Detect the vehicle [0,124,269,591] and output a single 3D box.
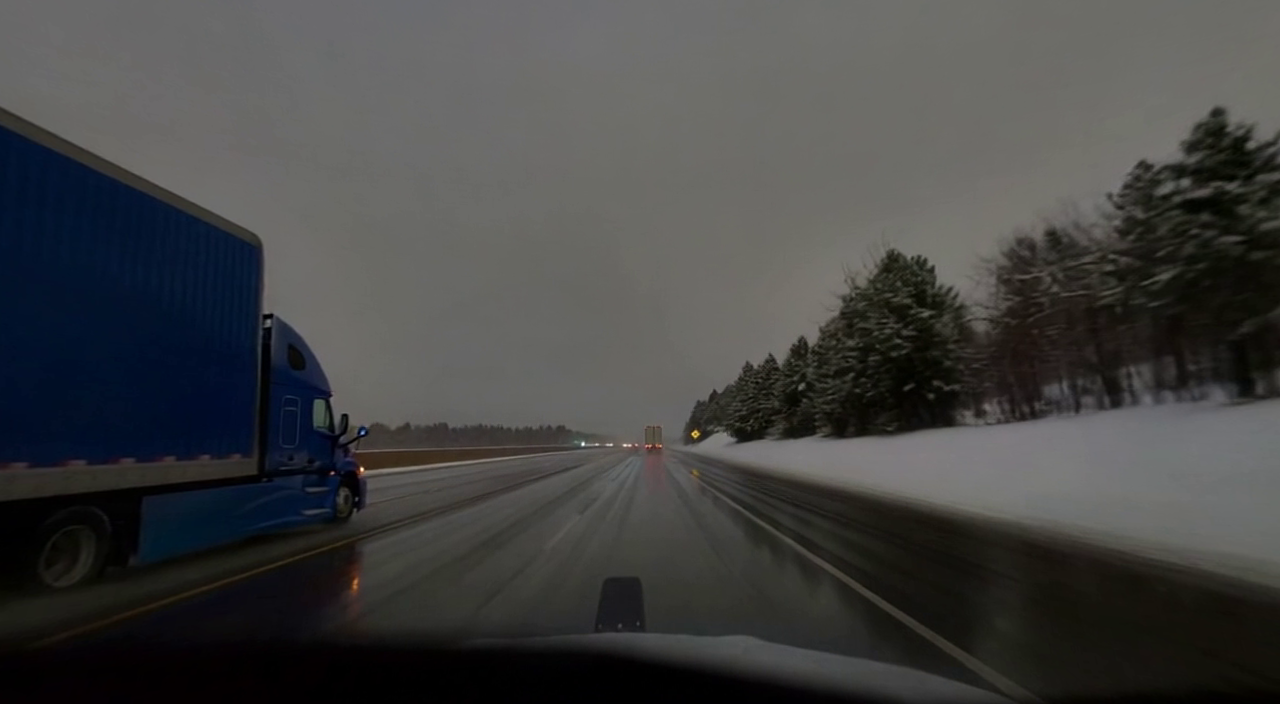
[{"bbox_3d":[-7.006,-0.083,4.583,2.996,3.947,8.600,0,-9,2],"label":"vehicle"}]
